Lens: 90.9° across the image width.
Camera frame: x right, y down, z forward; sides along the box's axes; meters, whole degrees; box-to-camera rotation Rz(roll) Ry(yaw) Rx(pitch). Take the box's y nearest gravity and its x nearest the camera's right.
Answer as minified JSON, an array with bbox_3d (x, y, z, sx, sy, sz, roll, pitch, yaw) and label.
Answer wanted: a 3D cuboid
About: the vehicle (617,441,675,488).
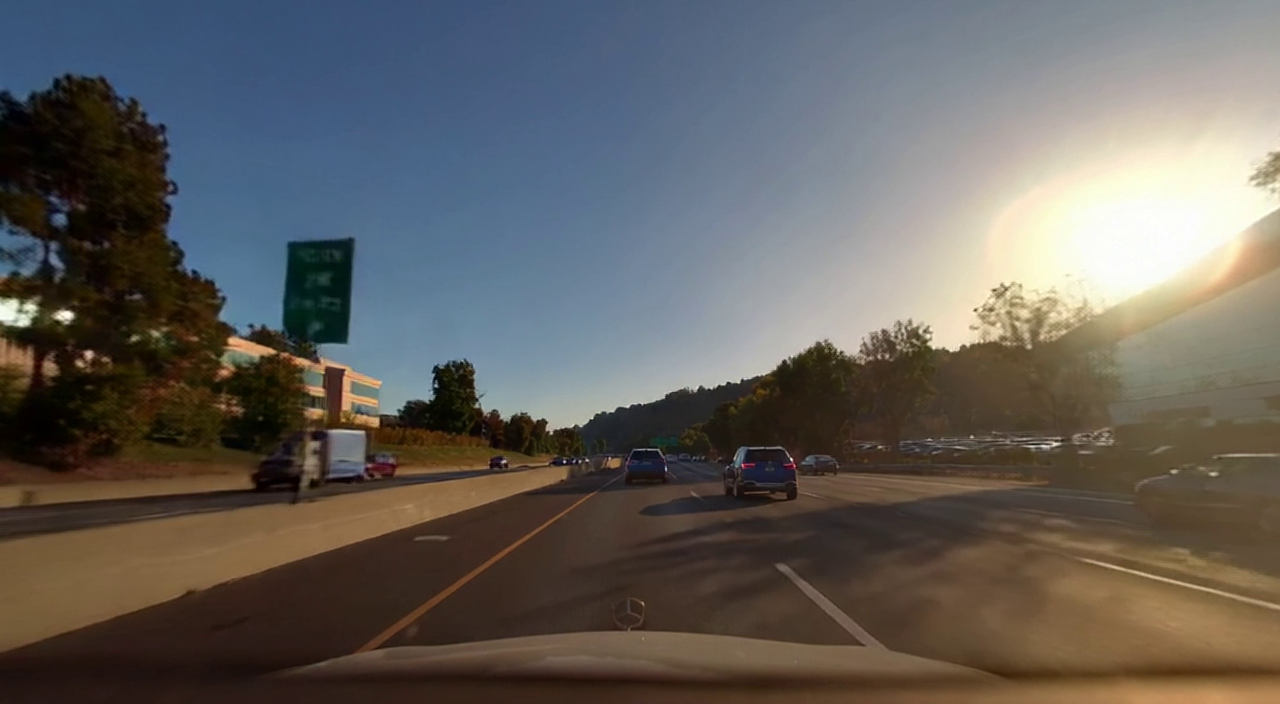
[{"bbox_3d":[0.252,4.811,27.363,2.290,1.862,4.454,0,-8,1],"label":"vehicle"}]

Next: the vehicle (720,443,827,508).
[{"bbox_3d":[3.561,3.366,17.677,2.042,1.592,4.047,0,-8,-1],"label":"vehicle"}]

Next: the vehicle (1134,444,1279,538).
[{"bbox_3d":[10.963,2.248,10.372,2.027,1.446,4.470,0,-8,0],"label":"vehicle"}]

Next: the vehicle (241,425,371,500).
[{"bbox_3d":[-14.206,4.726,27.378,2.335,2.870,5.786,0,-8,1],"label":"vehicle"}]
